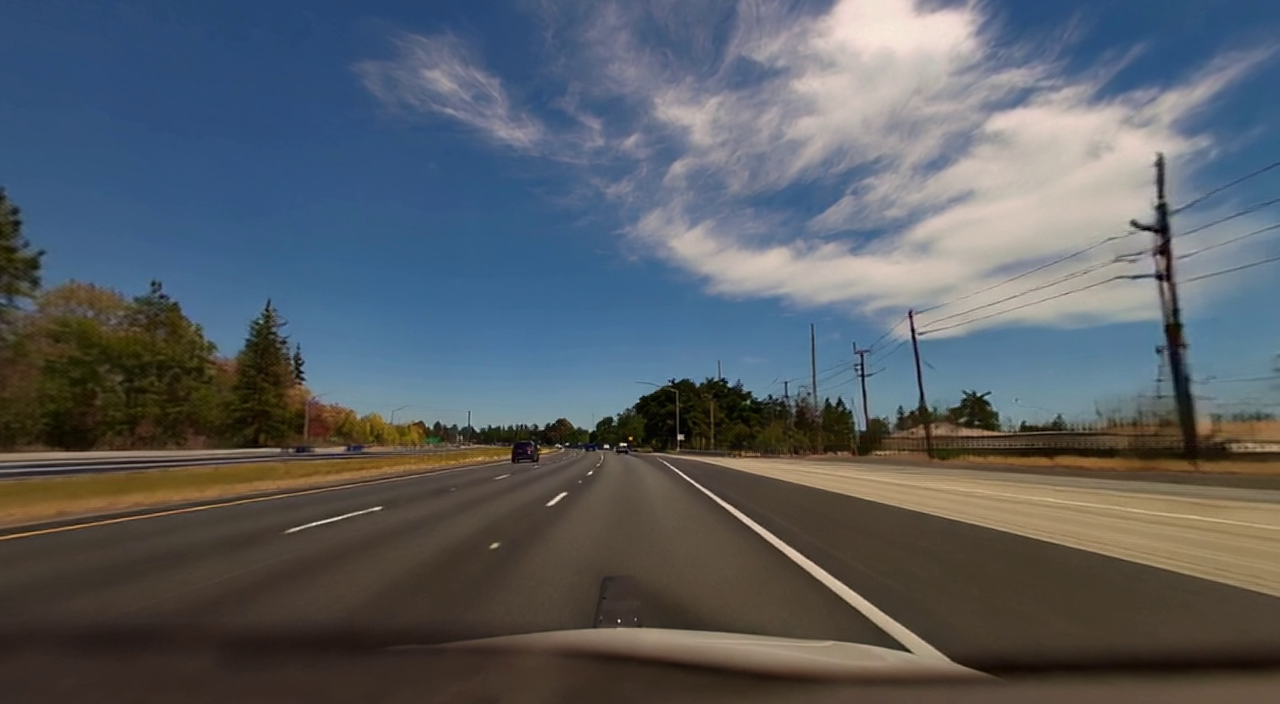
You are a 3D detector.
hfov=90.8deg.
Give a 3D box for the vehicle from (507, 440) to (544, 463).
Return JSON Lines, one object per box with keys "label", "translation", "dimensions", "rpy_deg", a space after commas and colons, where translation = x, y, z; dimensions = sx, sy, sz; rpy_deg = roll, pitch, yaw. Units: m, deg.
{"label": "vehicle", "translation": [-8.681, 7.547, 48.081], "dimensions": [2.053, 1.682, 4.423], "rpy_deg": [0, -8, -1]}
